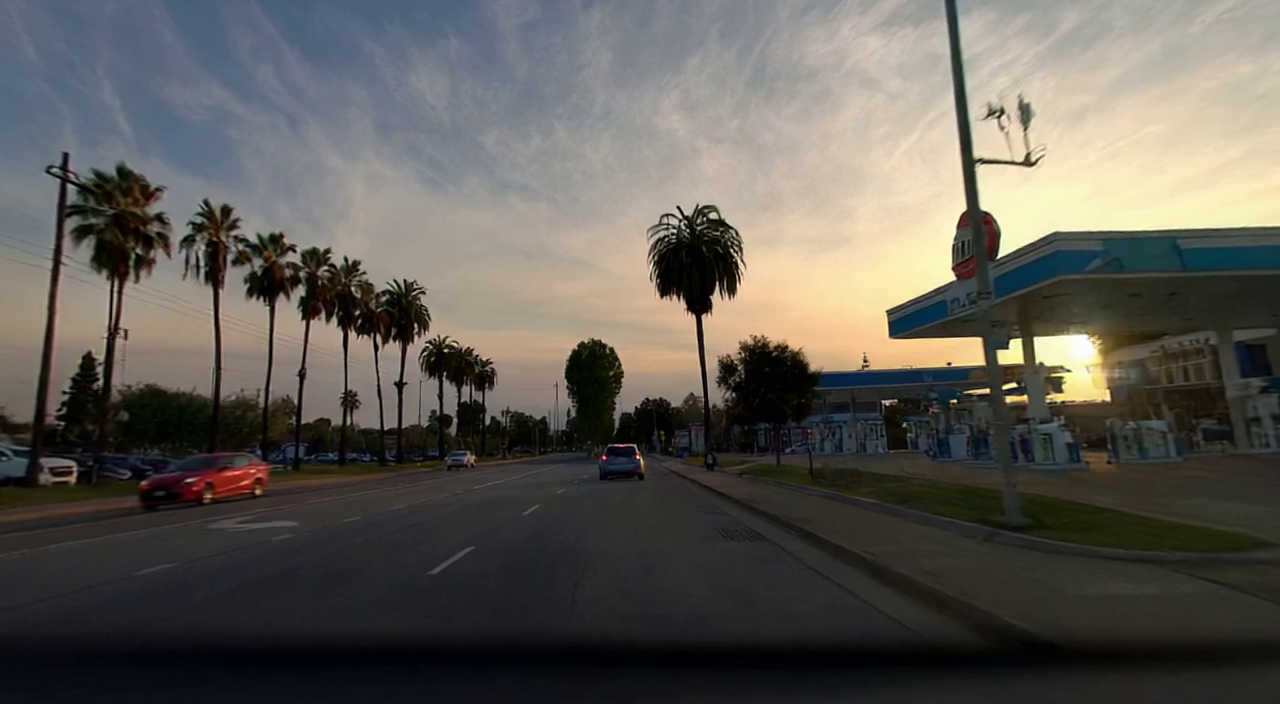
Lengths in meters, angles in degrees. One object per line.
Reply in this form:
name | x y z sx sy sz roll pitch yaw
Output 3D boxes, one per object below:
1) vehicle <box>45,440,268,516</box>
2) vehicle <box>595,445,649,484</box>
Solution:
vehicle | -14.279 3.705 19.342 2.287 1.929 5.742 0 -8 -1
vehicle | -0.740 4.643 26.520 2.076 1.486 4.119 0 -8 -1
